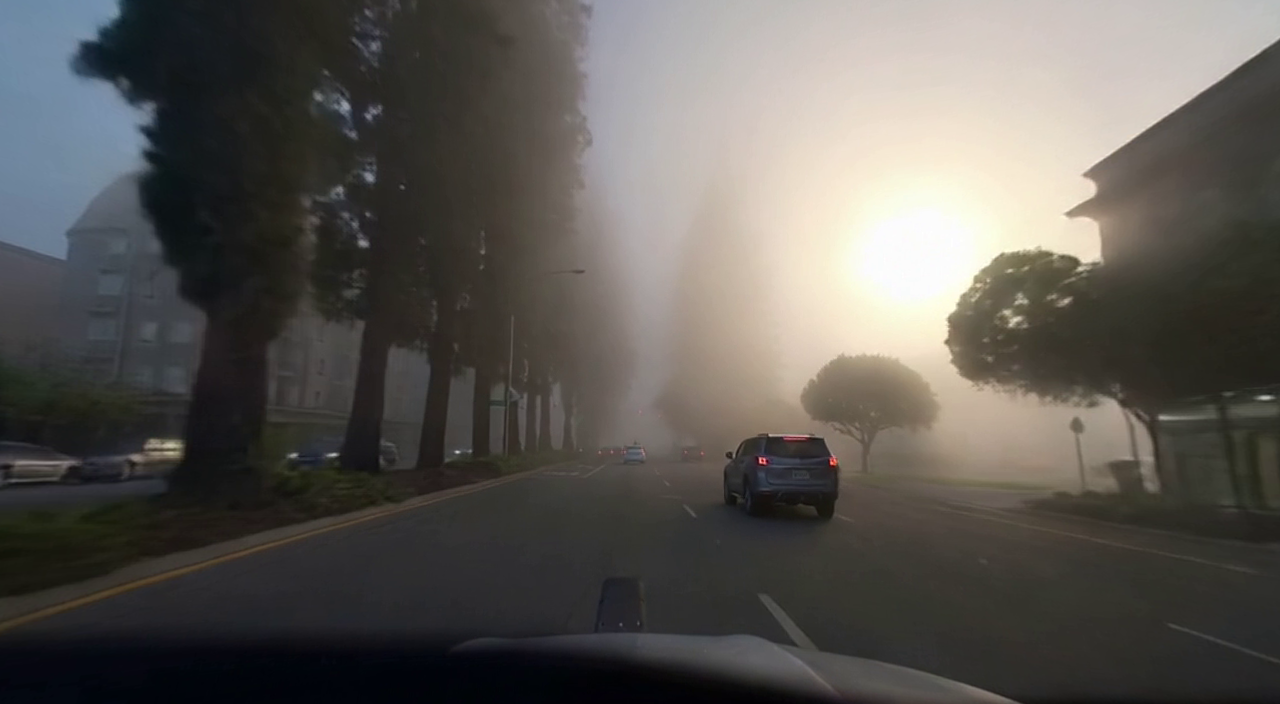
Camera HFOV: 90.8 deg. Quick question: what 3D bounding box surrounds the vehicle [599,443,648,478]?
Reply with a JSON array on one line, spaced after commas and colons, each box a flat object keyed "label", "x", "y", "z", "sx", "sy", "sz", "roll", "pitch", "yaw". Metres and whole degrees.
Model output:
[{"label": "vehicle", "x": -0.707, "y": 4.966, "z": 29.124, "sx": 2.119, "sy": 1.460, "sz": 3.847, "roll": -1, "pitch": -9, "yaw": 0}]

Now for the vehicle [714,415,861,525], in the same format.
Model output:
[{"label": "vehicle", "x": 2.917, "y": 2.449, "z": 13.588, "sx": 2.035, "sy": 1.940, "sz": 4.299, "roll": 1, "pitch": -9, "yaw": -1}]

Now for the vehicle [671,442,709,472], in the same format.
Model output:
[{"label": "vehicle", "x": 3.019, "y": 6.501, "z": 39.300, "sx": 1.922, "sy": 1.708, "sz": 4.126, "roll": 0, "pitch": -9, "yaw": -1}]

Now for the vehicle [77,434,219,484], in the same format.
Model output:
[{"label": "vehicle", "x": -19.323, "y": 4.204, "z": 25.124, "sx": 1.958, "sy": 1.756, "sz": 4.530, "roll": -1, "pitch": -9, "yaw": 0}]

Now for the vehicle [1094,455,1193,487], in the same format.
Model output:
[{"label": "vehicle", "x": 29.058, "y": 6.858, "z": 36.682, "sx": 1.912, "sy": 1.598, "sz": 4.602, "roll": -1, "pitch": -8, "yaw": 0}]

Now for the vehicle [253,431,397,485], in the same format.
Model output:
[{"label": "vehicle", "x": -11.585, "y": 3.973, "z": 23.909, "sx": 2.496, "sy": 1.750, "sz": 5.670, "roll": -1, "pitch": -9, "yaw": 1}]
